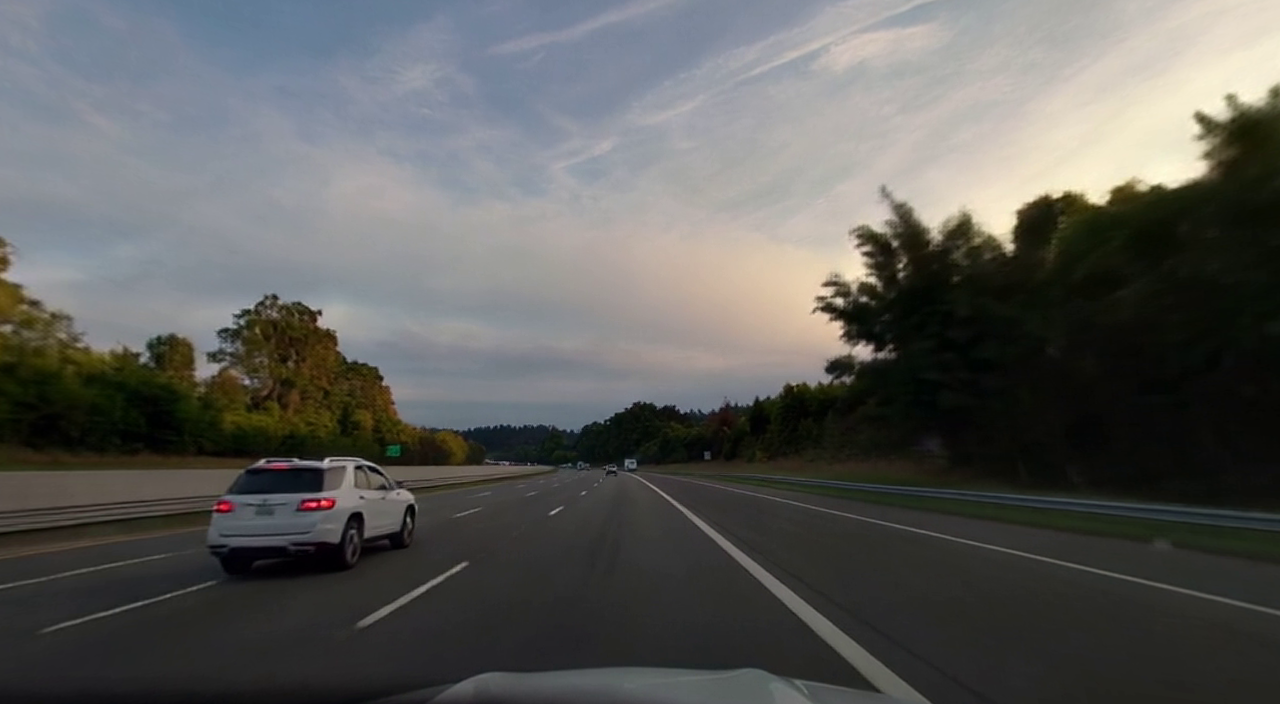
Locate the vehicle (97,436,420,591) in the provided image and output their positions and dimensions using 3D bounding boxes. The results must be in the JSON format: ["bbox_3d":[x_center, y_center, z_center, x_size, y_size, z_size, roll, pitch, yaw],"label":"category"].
[{"bbox_3d":[-4.632,2.029,8.480,2.025,1.584,3.657,1,-10,-1],"label":"vehicle"}]
